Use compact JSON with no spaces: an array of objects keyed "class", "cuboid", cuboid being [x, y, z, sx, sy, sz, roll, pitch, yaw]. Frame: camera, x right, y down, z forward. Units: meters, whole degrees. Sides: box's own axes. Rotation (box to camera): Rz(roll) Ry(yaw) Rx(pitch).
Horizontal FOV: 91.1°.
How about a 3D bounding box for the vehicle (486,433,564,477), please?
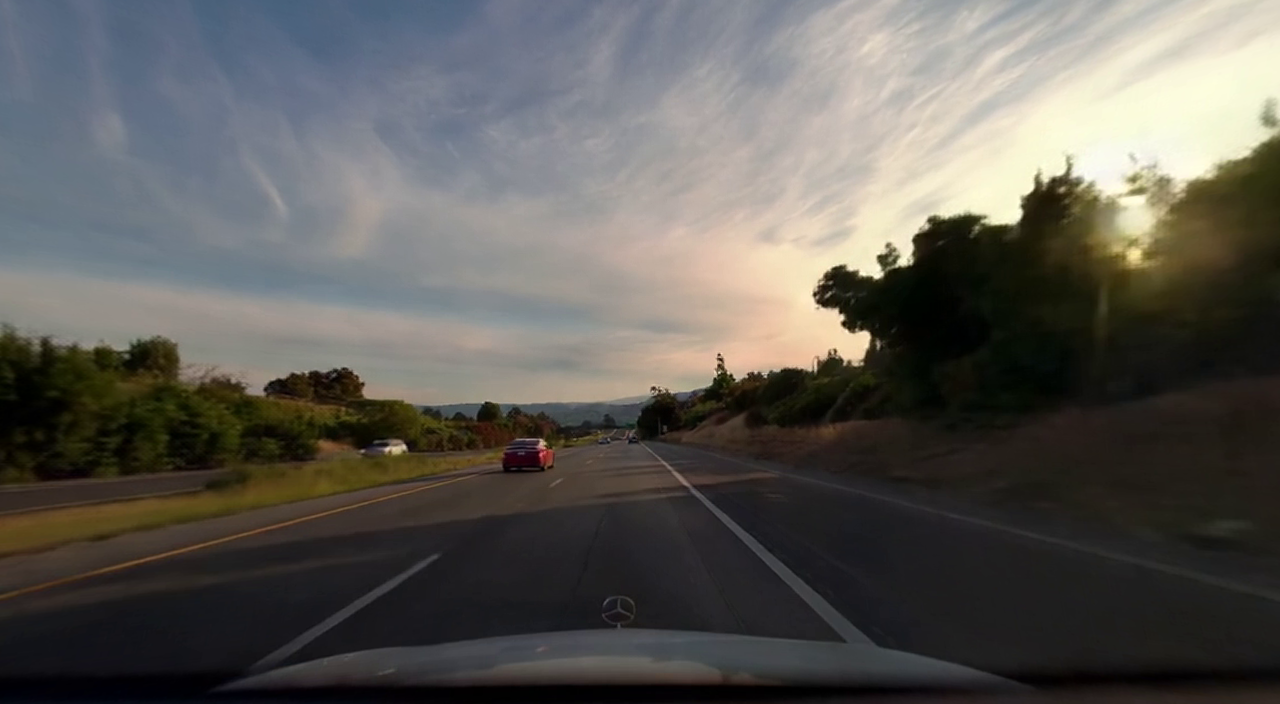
[{"class":"vehicle","cuboid":[-4.228,3.821,23.764,2.063,1.496,4.225,0,-8,1]}]
